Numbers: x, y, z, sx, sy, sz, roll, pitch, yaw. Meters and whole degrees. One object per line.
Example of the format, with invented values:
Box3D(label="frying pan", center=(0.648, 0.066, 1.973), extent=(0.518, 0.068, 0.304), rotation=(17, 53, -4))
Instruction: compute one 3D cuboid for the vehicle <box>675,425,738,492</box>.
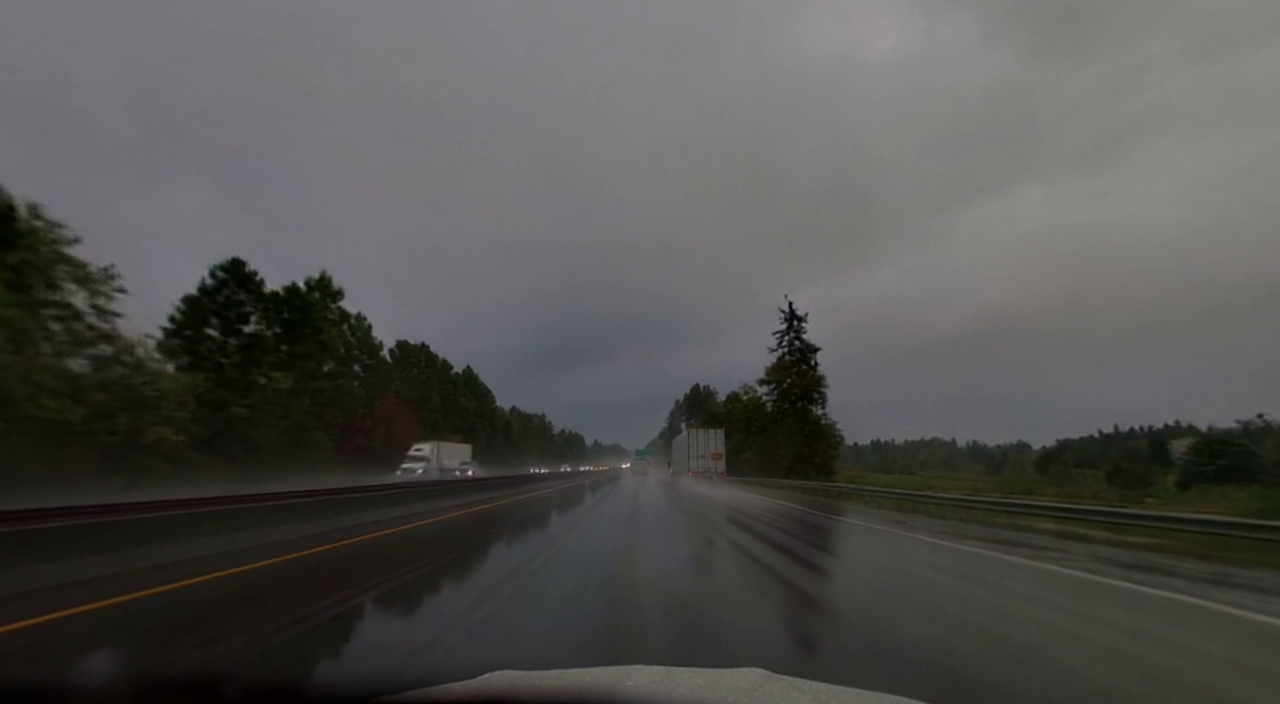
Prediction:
Box3D(label="vehicle", center=(4.470, 7.818, 45.571), extent=(3.139, 3.999, 13.840), rotation=(1, -11, 0))
